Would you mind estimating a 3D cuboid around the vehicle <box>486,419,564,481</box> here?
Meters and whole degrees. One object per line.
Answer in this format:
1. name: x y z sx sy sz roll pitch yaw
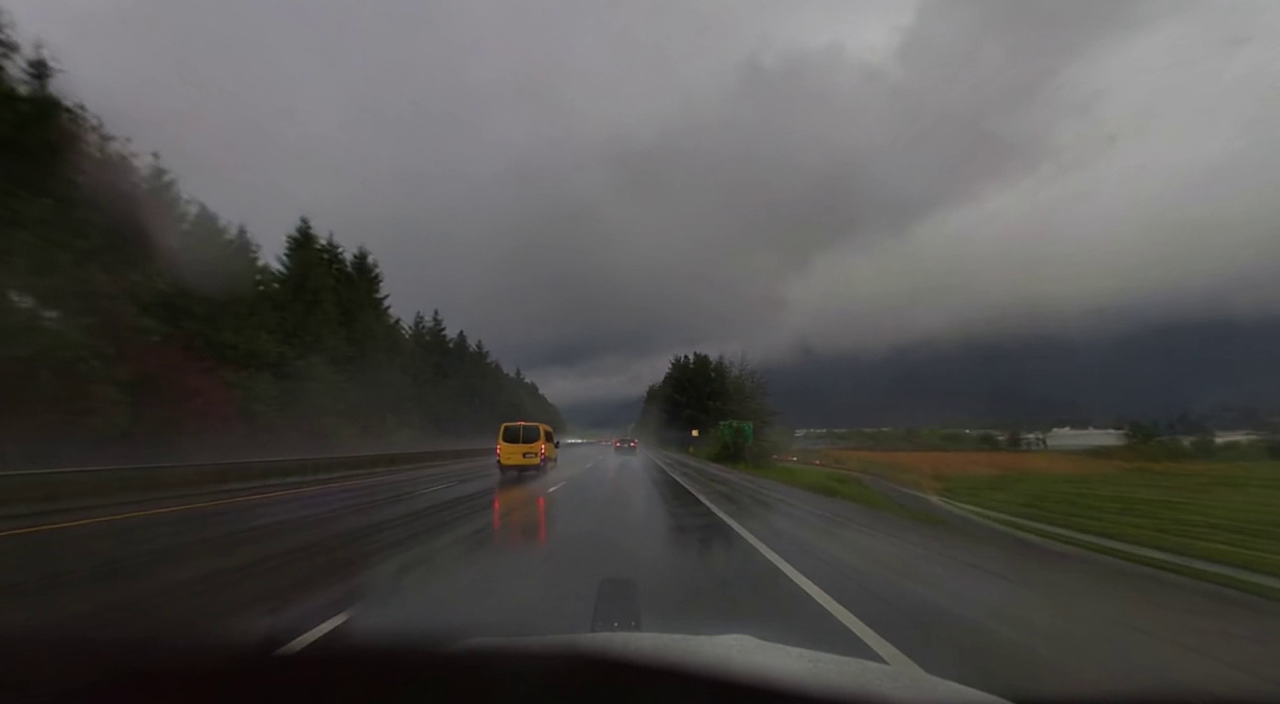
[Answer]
1. vehicle: -4.077 3.576 23.168 1.976 2.029 4.737 -1 -8 0
